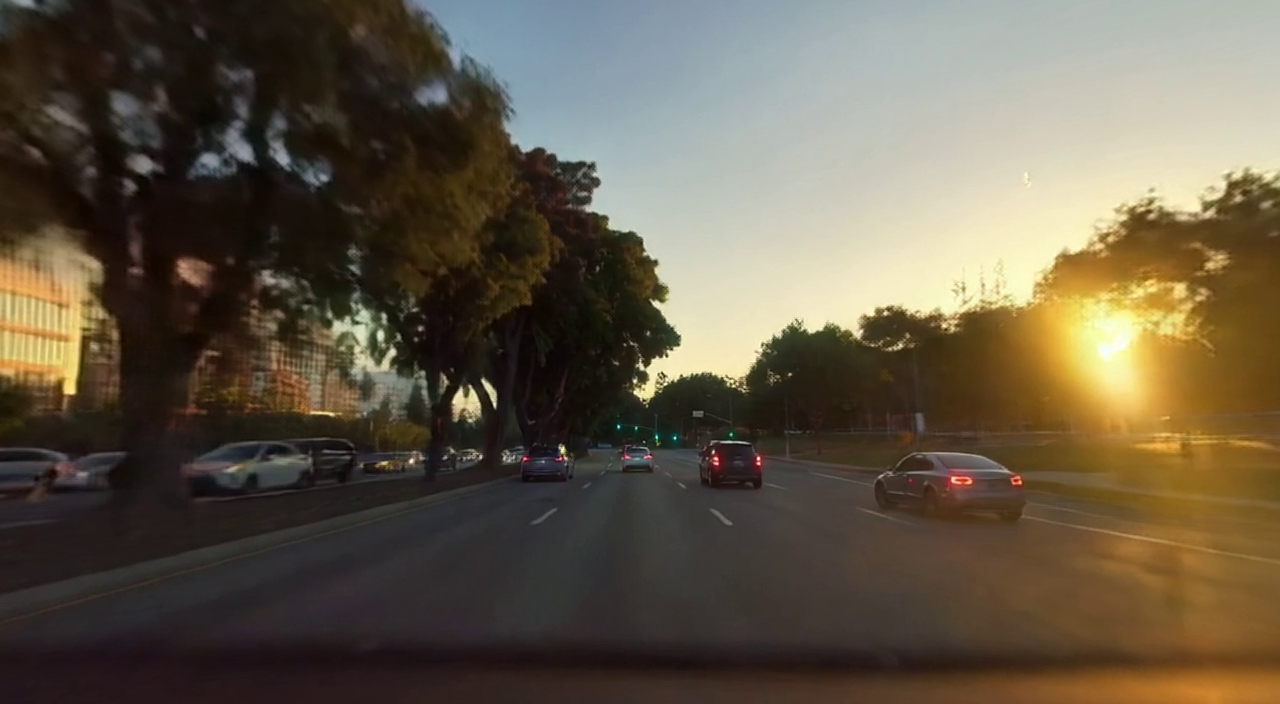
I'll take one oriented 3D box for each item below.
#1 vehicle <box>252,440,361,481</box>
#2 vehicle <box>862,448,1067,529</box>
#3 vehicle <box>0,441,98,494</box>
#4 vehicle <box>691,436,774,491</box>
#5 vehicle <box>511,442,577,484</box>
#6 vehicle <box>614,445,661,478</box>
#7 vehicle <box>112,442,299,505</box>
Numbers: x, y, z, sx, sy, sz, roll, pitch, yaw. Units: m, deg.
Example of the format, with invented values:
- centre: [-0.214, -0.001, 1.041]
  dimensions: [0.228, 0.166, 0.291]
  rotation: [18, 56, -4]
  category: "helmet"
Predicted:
- centre: [-15.484, 5.043, 29.763]
  dimensions: [2.089, 1.744, 5.500]
  rotation: [0, -8, 0]
  category: "vehicle"
- centre: [6.559, 2.759, 13.465]
  dimensions: [1.945, 1.408, 4.288]
  rotation: [0, -8, -2]
  category: "vehicle"
- centre: [-22.459, 4.076, 22.483]
  dimensions: [2.005, 1.761, 4.824]
  rotation: [0, -8, 0]
  category: "vehicle"
- centre: [3.123, 3.880, 22.296]
  dimensions: [2.161, 1.716, 4.194]
  rotation: [0, -8, -2]
  category: "vehicle"
- centre: [-4.020, 4.732, 27.239]
  dimensions: [2.172, 1.671, 4.175]
  rotation: [0, -8, 0]
  category: "vehicle"
- centre: [-0.186, 5.369, 31.211]
  dimensions: [2.155, 1.486, 4.403]
  rotation: [0, -8, -1]
  category: "vehicle"
- centre: [-12.431, 3.475, 18.627]
  dimensions: [2.043, 1.571, 4.946]
  rotation: [0, -8, -1]
  category: "vehicle"
